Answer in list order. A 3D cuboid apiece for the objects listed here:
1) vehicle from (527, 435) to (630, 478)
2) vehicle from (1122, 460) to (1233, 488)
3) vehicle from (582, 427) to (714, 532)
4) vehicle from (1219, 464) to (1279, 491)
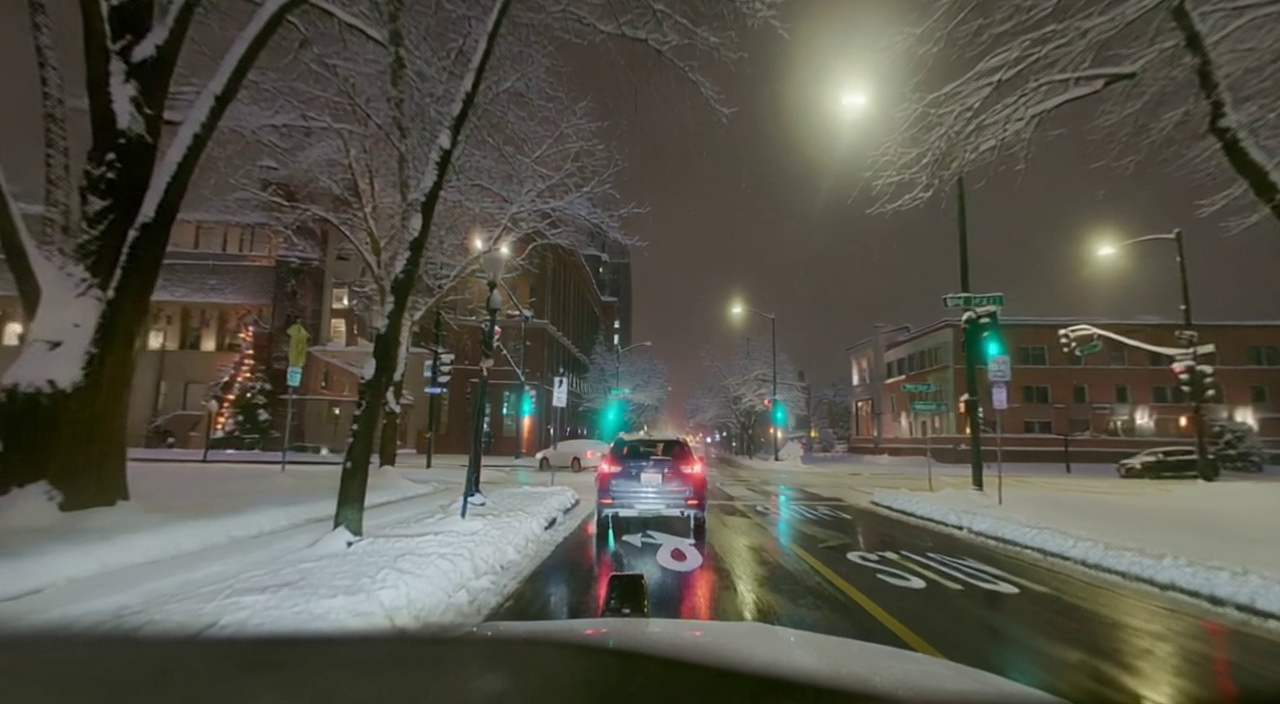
[{"bbox_3d":[-2.506,4.094,24.955,2.077,1.519,4.282,6,-11,-37],"label":"vehicle"},{"bbox_3d":[30.490,6.911,35.854,4.668,1.441,1.904,0,-9,-4],"label":"vehicle"},{"bbox_3d":[0.208,2.306,11.919,2.079,1.621,3.861,-1,-8,3],"label":"vehicle"},{"bbox_3d":[36.253,7.157,35.920,4.457,1.409,1.873,-1,-9,2],"label":"vehicle"}]
